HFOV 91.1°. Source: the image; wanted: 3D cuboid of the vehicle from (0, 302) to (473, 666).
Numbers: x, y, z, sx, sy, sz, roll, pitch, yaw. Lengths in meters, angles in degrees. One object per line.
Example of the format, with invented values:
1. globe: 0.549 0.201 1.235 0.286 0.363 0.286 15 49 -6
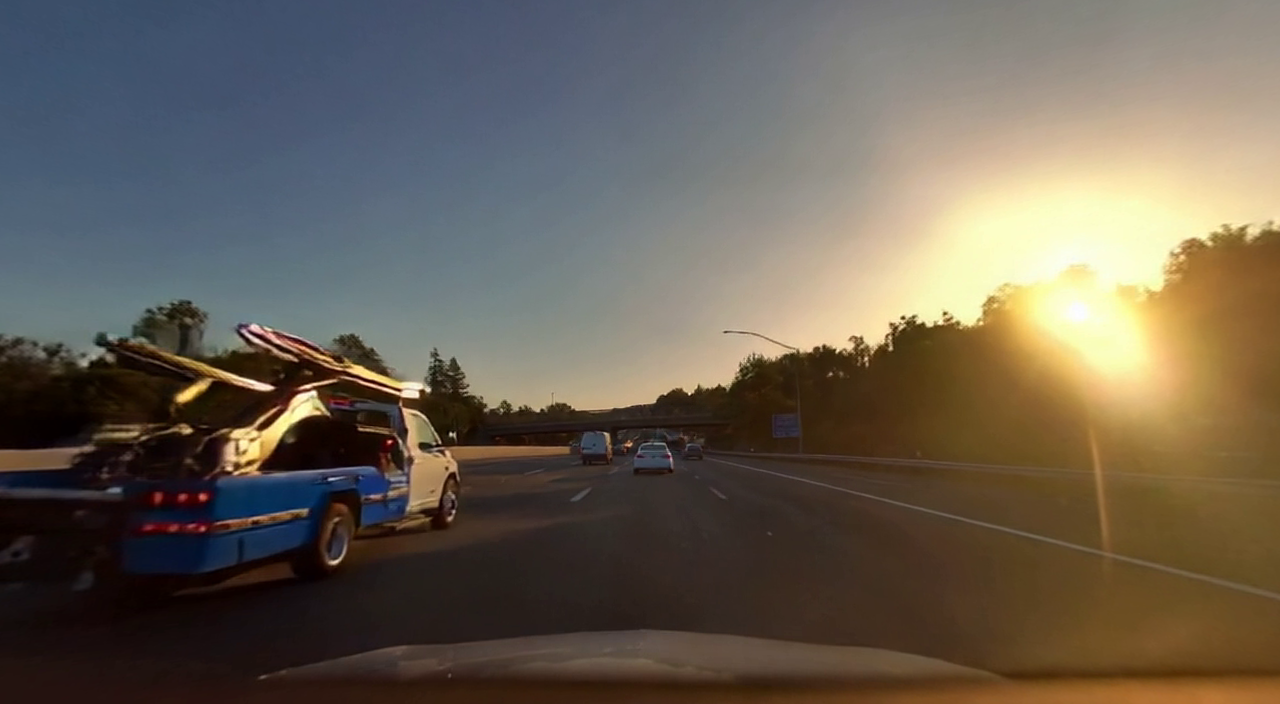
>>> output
1. vehicle: -3.648 1.123 6.394 2.292 2.070 5.532 0 -8 1

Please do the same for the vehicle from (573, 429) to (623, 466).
1. vehicle: -2.530 5.972 39.463 2.526 2.146 5.594 0 -8 2

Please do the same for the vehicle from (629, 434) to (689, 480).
1. vehicle: 0.697 4.137 25.019 2.165 1.653 4.456 0 -8 0
